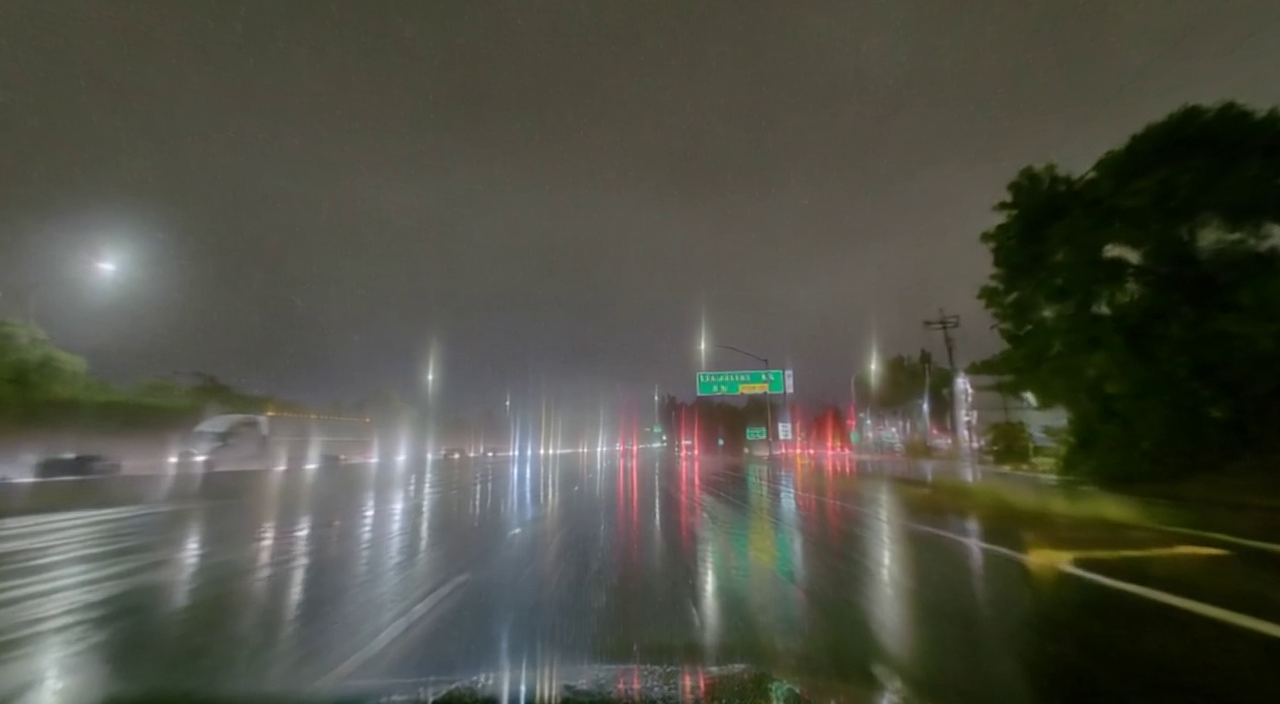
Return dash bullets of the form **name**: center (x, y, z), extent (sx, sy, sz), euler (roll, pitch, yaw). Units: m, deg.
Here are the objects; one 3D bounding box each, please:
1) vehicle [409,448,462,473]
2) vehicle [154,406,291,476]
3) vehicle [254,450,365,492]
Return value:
- **vehicle**: center (-13.163, 6.973, 40.916), extent (1.908, 1.467, 4.603), euler (0, -9, 0)
- **vehicle**: center (-26.706, 5.820, 41.133), extent (3.106, 4.036, 8.331), euler (0, -9, 0)
- **vehicle**: center (-12.898, 4.628, 24.995), extent (1.985, 1.447, 4.438), euler (0, -9, 0)
